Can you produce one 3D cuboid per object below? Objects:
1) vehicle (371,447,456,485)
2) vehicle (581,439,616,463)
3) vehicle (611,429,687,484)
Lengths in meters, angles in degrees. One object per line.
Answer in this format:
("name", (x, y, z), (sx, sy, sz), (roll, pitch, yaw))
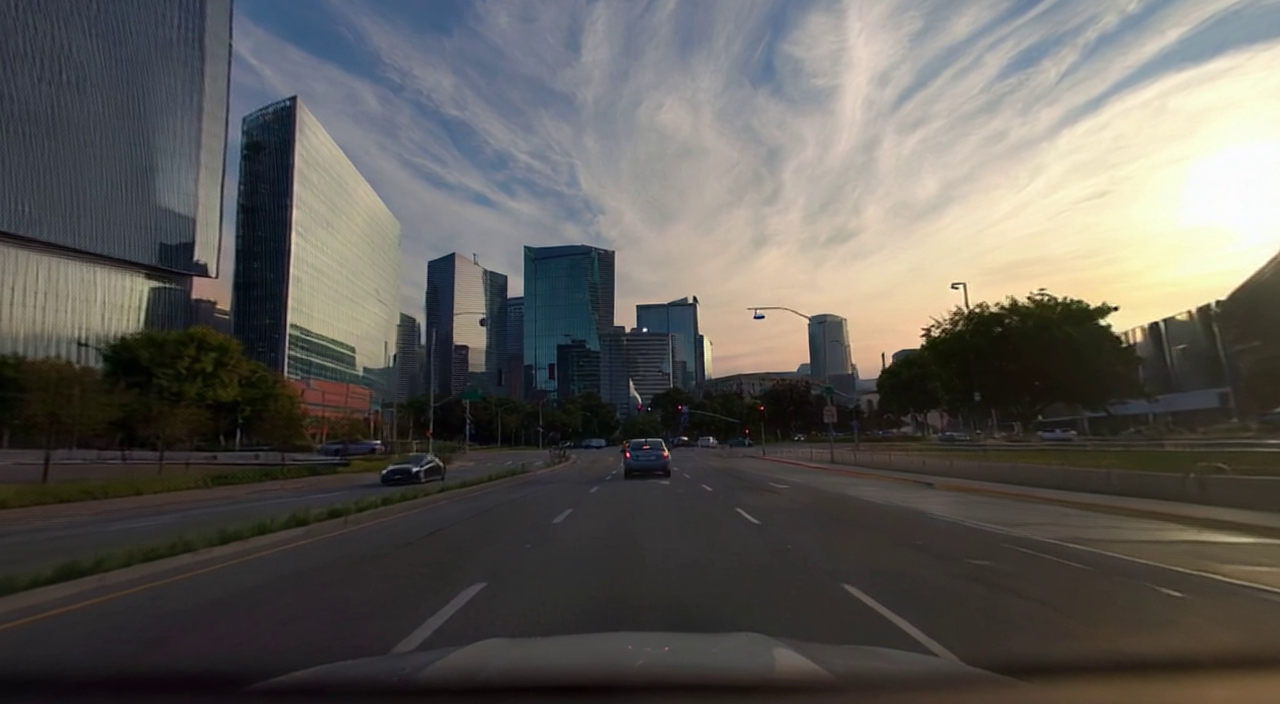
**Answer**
("vehicle", (-10.097, 5.091, 28.476), (1.967, 1.552, 4.536), (0, -9, 3))
("vehicle", (-2.850, 7.003, 44.494), (2.103, 1.569, 3.861), (0, -9, 2))
("vehicle", (0.307, 3.930, 23.838), (2.601, 1.878, 4.535), (0, -9, 0))
